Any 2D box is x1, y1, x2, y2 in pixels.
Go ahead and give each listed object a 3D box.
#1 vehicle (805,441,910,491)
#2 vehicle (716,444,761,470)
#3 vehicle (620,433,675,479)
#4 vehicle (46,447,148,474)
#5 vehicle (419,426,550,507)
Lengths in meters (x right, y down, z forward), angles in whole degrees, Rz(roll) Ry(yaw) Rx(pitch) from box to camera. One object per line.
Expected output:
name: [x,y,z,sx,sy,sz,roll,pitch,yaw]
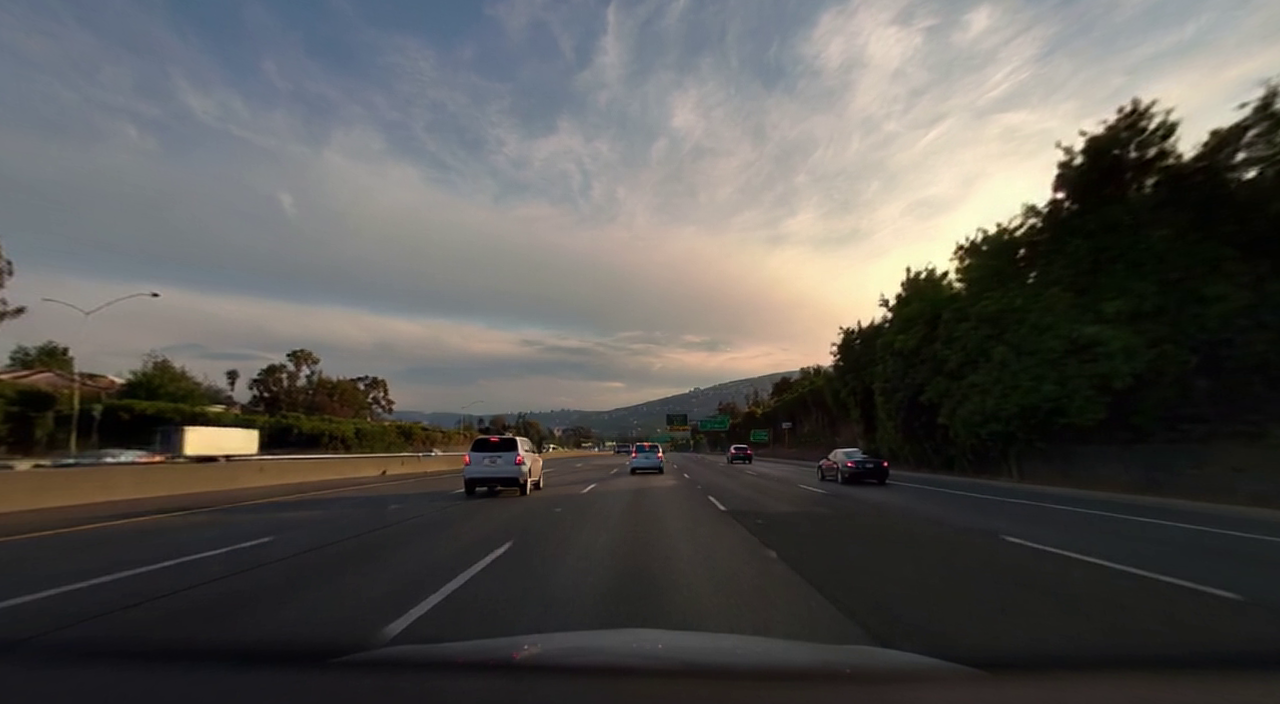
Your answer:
vehicle: [7.105,3.753,21.105,1.936,1.480,4.373,0,-9,0]
vehicle: [5.862,6.309,38.088,2.005,1.456,4.287,0,-9,-1]
vehicle: [0.328,4.680,28.522,2.270,1.862,4.949,0,-9,1]
vehicle: [-32.529,6.497,37.923,1.851,1.532,4.535,-1,-9,4]
vehicle: [-3.779,2.877,16.188,2.142,1.759,4.297,0,-9,2]
